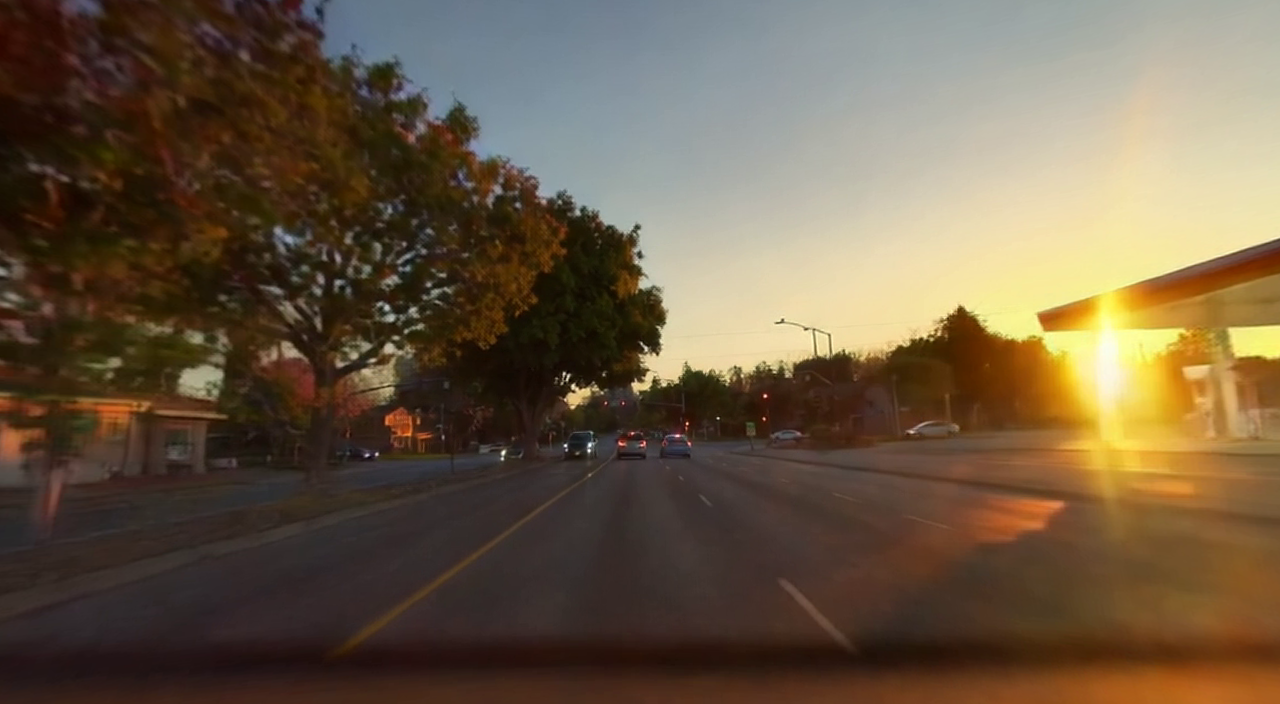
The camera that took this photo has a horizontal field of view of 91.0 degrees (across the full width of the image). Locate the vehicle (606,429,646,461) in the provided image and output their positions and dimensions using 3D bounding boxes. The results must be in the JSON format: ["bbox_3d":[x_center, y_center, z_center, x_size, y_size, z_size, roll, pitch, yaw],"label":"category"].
[{"bbox_3d":[-0.757,5.348,36.245,2.146,1.742,4.095,0,-8,0],"label":"vehicle"}]

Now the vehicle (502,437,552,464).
[{"bbox_3d":[-6.357,5.594,35.977,2.033,1.442,4.668,0,-8,-1],"label":"vehicle"}]

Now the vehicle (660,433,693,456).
[{"bbox_3d":[2.721,7.018,47.884,2.103,1.647,4.318,0,-8,-2],"label":"vehicle"}]

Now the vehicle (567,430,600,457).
[{"bbox_3d":[-4.006,6.608,45.284,2.139,1.851,3.970,0,-8,-2],"label":"vehicle"}]

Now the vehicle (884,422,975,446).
[{"bbox_3d":[18.001,5.114,39.266,4.660,1.462,2.034,0,-8,0],"label":"vehicle"}]
